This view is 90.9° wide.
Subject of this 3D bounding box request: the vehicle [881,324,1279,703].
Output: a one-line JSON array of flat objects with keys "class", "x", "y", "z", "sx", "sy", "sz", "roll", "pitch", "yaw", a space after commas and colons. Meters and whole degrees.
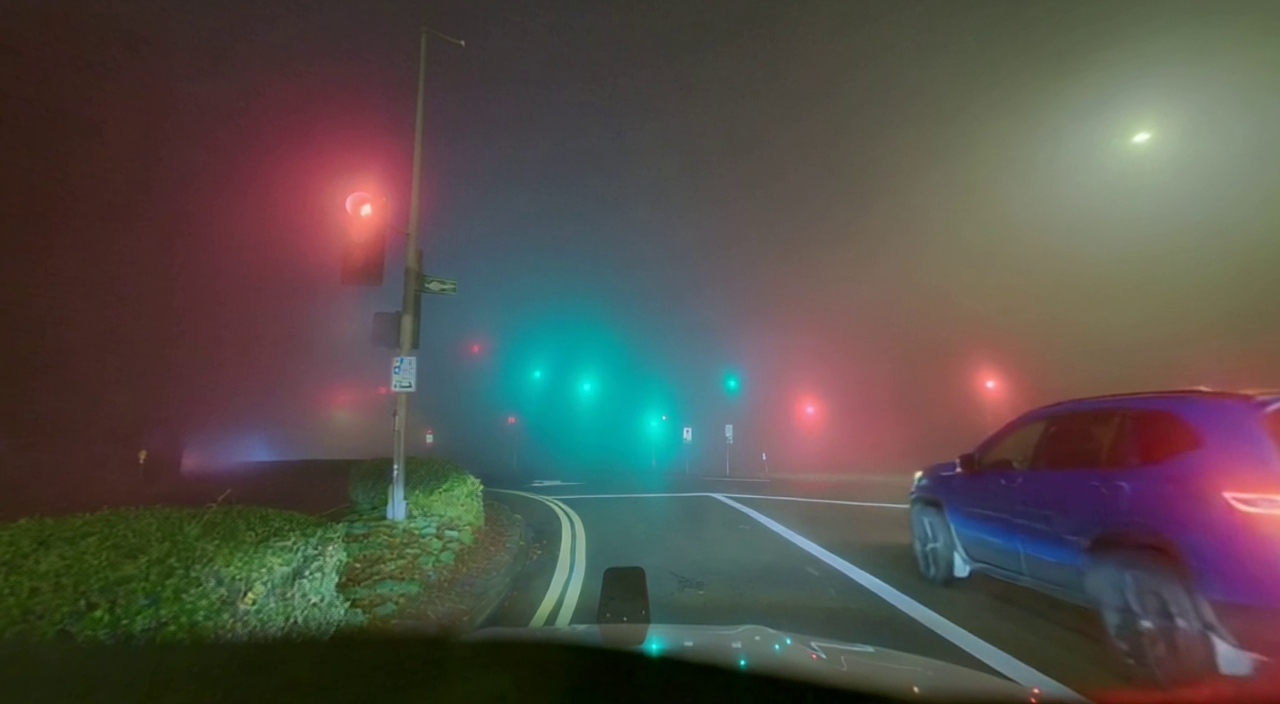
[{"class": "vehicle", "x": 3.864, "y": 1.046, "z": 4.600, "sx": 2.284, "sy": 1.788, "sz": 4.871, "roll": -1, "pitch": -8, "yaw": 0}]
